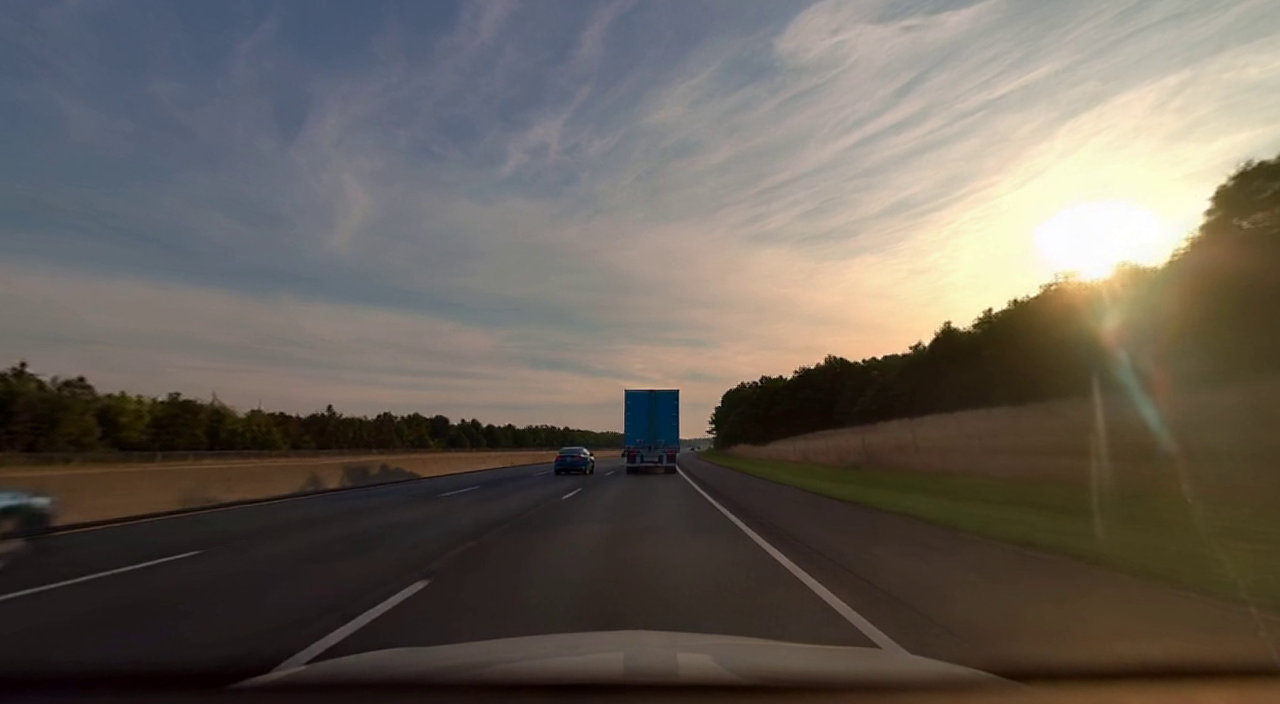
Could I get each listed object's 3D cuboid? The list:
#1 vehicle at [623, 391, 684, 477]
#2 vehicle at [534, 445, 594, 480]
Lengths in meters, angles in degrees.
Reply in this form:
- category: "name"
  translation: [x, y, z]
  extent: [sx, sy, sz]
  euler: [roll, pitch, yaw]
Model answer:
- category: "vehicle"
  translation: [0.712, 5.002, 37.968]
  extent: [2.851, 4.098, 14.436]
  euler: [-2, -8, 0]
- category: "vehicle"
  translation: [-3.372, 5.005, 28.736]
  extent: [2.092, 1.465, 4.448]
  euler: [0, -9, 1]
